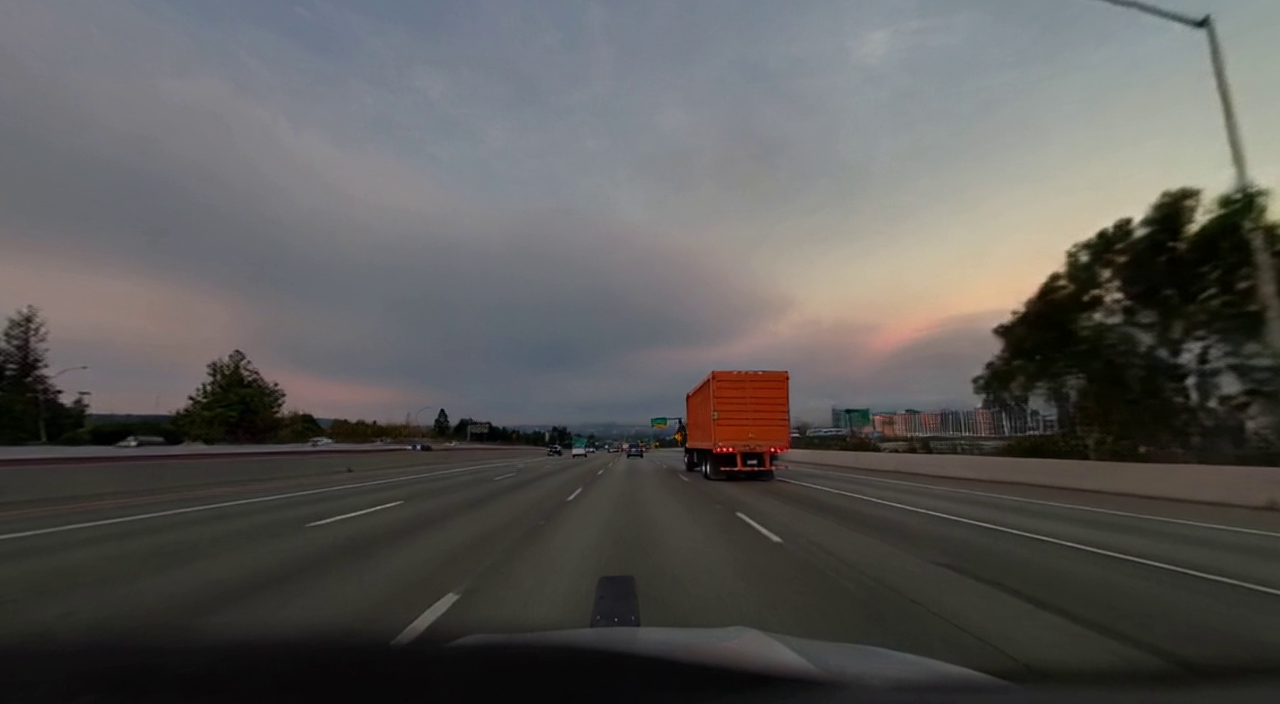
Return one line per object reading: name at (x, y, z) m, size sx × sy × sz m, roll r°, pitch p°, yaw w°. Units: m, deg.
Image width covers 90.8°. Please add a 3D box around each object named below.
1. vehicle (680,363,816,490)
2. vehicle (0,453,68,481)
vehicle at (3.372, 2.898, 23.208) m, size 2.966 × 3.586 × 10.563 m, roll 0°, pitch -9°, yaw -1°
vehicle at (-34.180, 6.250, 34.494) m, size 1.746 × 1.446 × 4.326 m, roll 0°, pitch -9°, yaw 0°
